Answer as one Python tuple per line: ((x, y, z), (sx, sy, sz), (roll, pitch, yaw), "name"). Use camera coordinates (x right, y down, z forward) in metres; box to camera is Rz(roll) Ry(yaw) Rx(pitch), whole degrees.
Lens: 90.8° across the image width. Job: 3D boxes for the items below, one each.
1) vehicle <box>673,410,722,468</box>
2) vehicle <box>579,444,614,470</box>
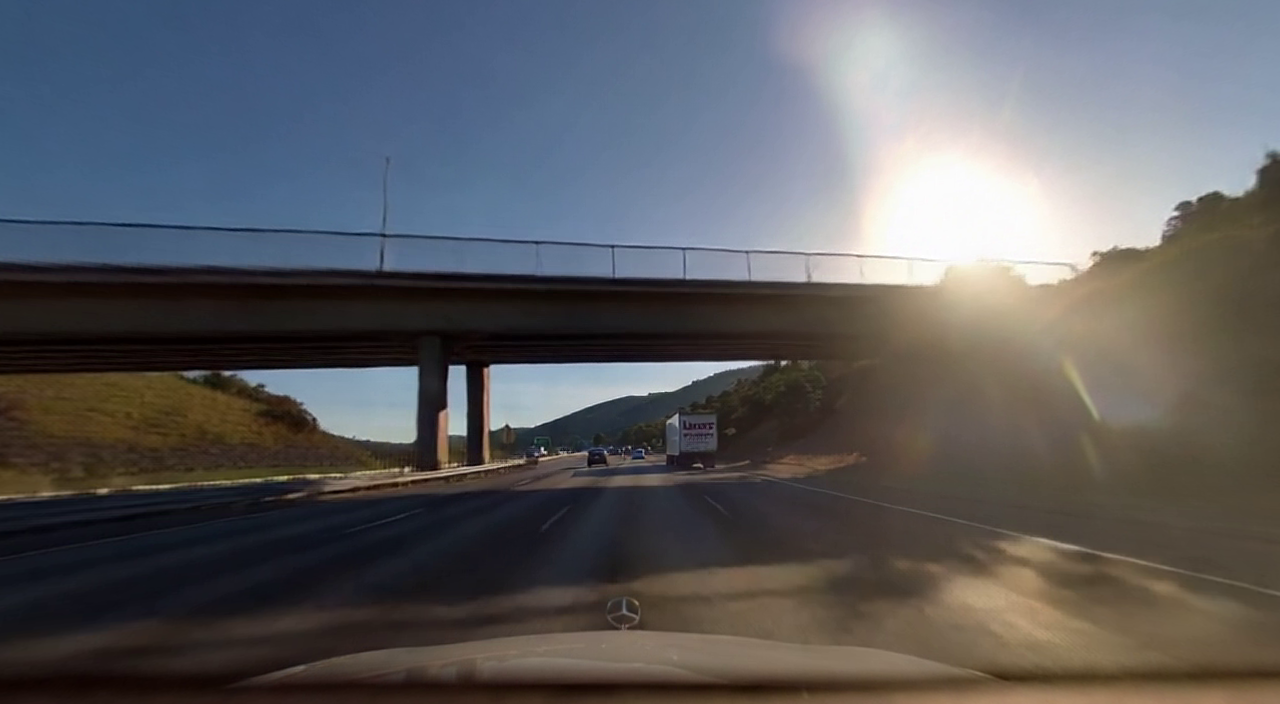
((4.244, 6.782, 48.696), (2.885, 3.992, 8.526), (0, -9, -1), "vehicle")
((-2.898, 7.065, 42.559), (2.052, 1.654, 4.303), (0, -9, 0), "vehicle")
